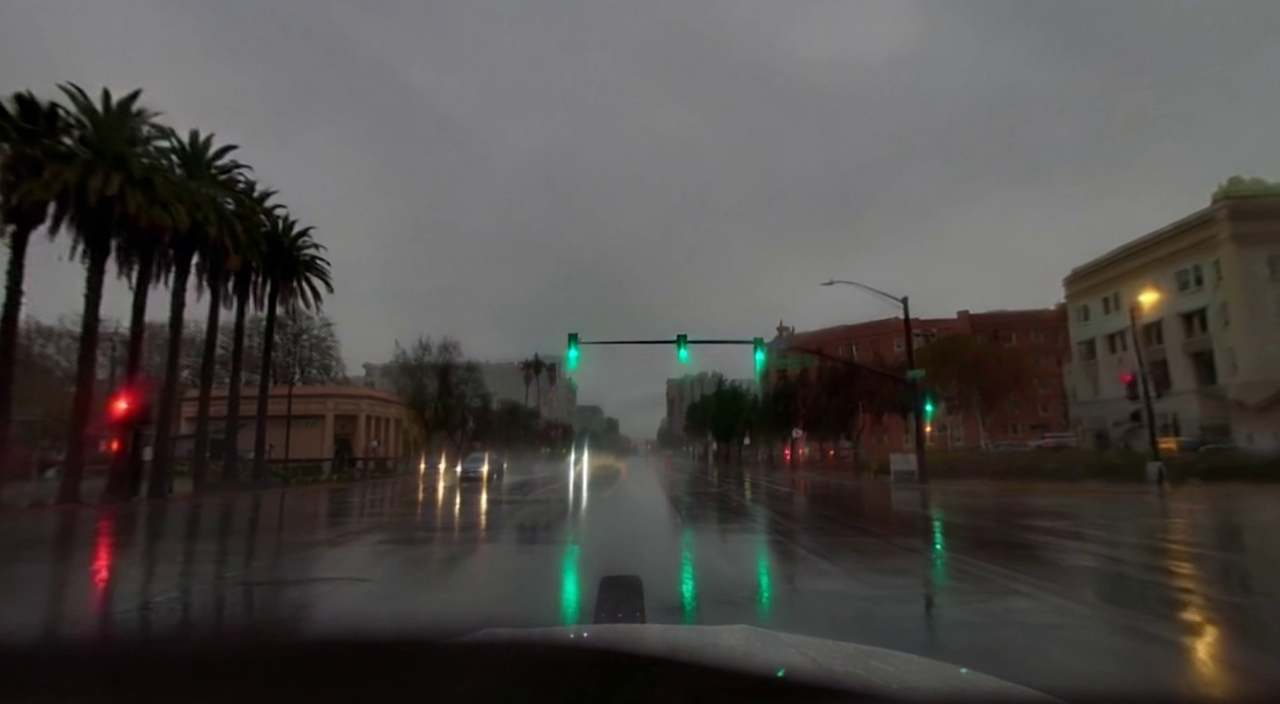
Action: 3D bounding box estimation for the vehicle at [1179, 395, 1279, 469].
[{"bbox_3d":[32.827,3.948,31.230,2.863,3.609,10.252,0,-9,-3],"label":"vehicle"}]

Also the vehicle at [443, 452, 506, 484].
[{"bbox_3d":[-8.671,6.094,33.518,2.095,1.482,4.523,0,-9,1],"label":"vehicle"}]
